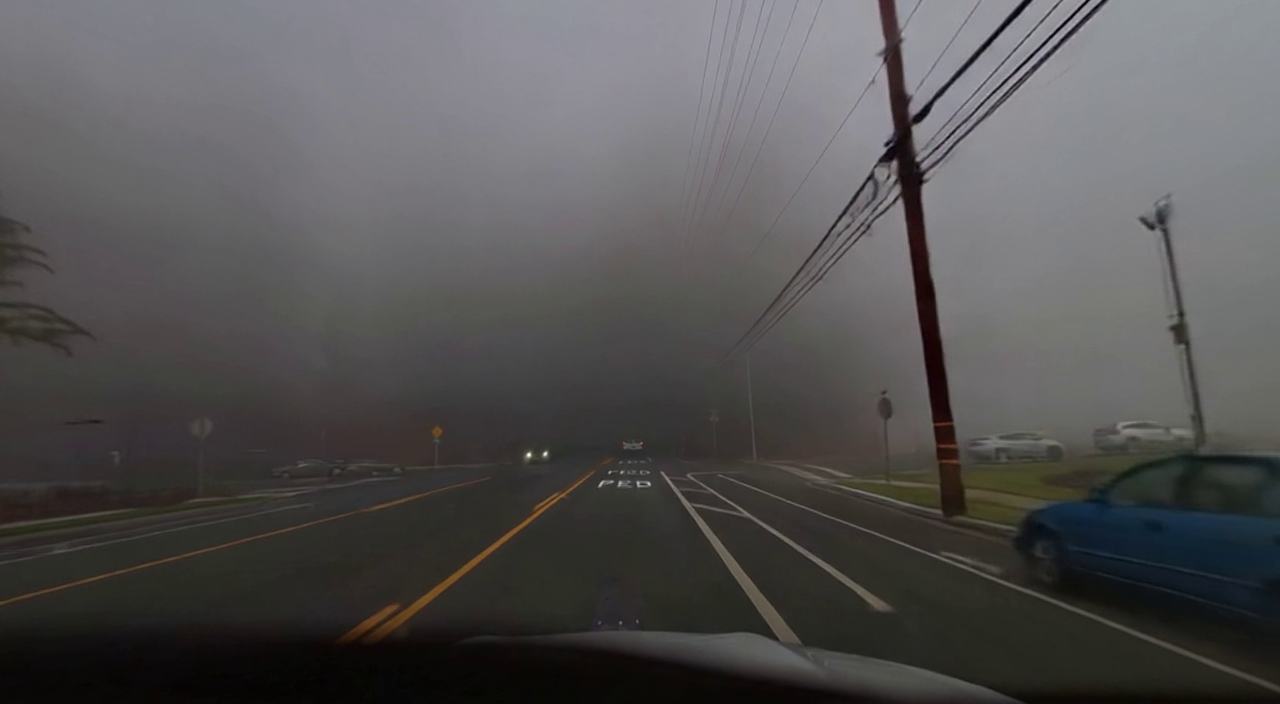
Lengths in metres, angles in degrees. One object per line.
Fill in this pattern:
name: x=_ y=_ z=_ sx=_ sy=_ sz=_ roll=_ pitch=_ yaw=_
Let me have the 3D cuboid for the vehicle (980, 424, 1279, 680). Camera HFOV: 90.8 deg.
vehicle: x=4.742 y=1.305 z=4.633 sx=1.987 sy=1.479 sz=4.562 roll=0 pitch=-9 yaw=1

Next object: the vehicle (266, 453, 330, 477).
vehicle: x=-25.331 y=8.344 z=47.061 sx=1.932 sy=1.627 sz=4.948 roll=0 pitch=-8 yaw=1

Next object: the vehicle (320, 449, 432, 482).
vehicle: x=-14.181 y=6.119 z=34.215 sx=5.190 sy=1.502 sz=2.085 roll=-3 pitch=-8 yaw=-1

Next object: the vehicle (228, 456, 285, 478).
vehicle: x=-28.229 y=8.471 z=46.626 sx=1.806 sy=1.503 sz=3.853 roll=0 pitch=-9 yaw=-2

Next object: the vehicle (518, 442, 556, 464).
vehicle: x=-7.457 y=7.370 z=46.166 sx=2.034 sy=1.464 sz=4.438 roll=0 pitch=-8 yaw=0

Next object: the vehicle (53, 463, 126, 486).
vehicle: x=-40.001 y=8.894 z=46.021 sx=1.728 sy=1.456 sz=3.782 roll=-1 pitch=-9 yaw=3

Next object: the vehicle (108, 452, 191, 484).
vehicle: x=-36.563 y=8.623 z=47.304 sx=2.162 sy=2.070 sz=5.031 roll=-3 pitch=-7 yaw=1

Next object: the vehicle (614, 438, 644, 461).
vehicle: x=-0.711 y=6.501 z=42.272 sx=1.877 sy=1.448 sz=3.830 roll=0 pitch=-9 yaw=-1
